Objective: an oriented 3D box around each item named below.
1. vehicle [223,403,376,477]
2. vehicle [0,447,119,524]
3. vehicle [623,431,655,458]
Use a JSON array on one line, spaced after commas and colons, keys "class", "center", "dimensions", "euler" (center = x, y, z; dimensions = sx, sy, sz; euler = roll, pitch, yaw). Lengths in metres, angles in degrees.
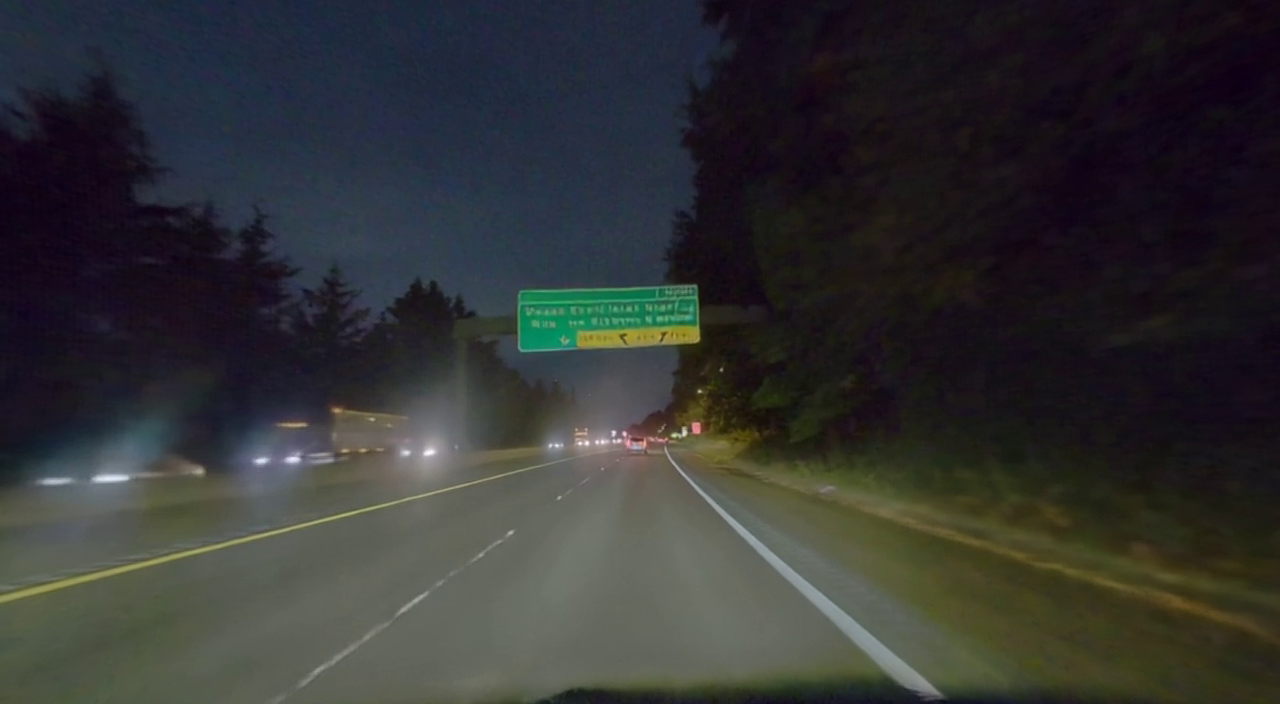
[{"class": "vehicle", "center": [-17.073, 4.537, 32.530], "dimensions": [2.891, 3.300, 8.602], "euler": [-1, -8, 2]}, {"class": "vehicle", "center": [-13.402, 2.705, 12.826], "dimensions": [1.931, 1.456, 4.160], "euler": [0, -8, 1]}, {"class": "vehicle", "center": [-0.070, 6.603, 44.960], "dimensions": [2.188, 1.825, 4.282], "euler": [0, -8, 0]}]
